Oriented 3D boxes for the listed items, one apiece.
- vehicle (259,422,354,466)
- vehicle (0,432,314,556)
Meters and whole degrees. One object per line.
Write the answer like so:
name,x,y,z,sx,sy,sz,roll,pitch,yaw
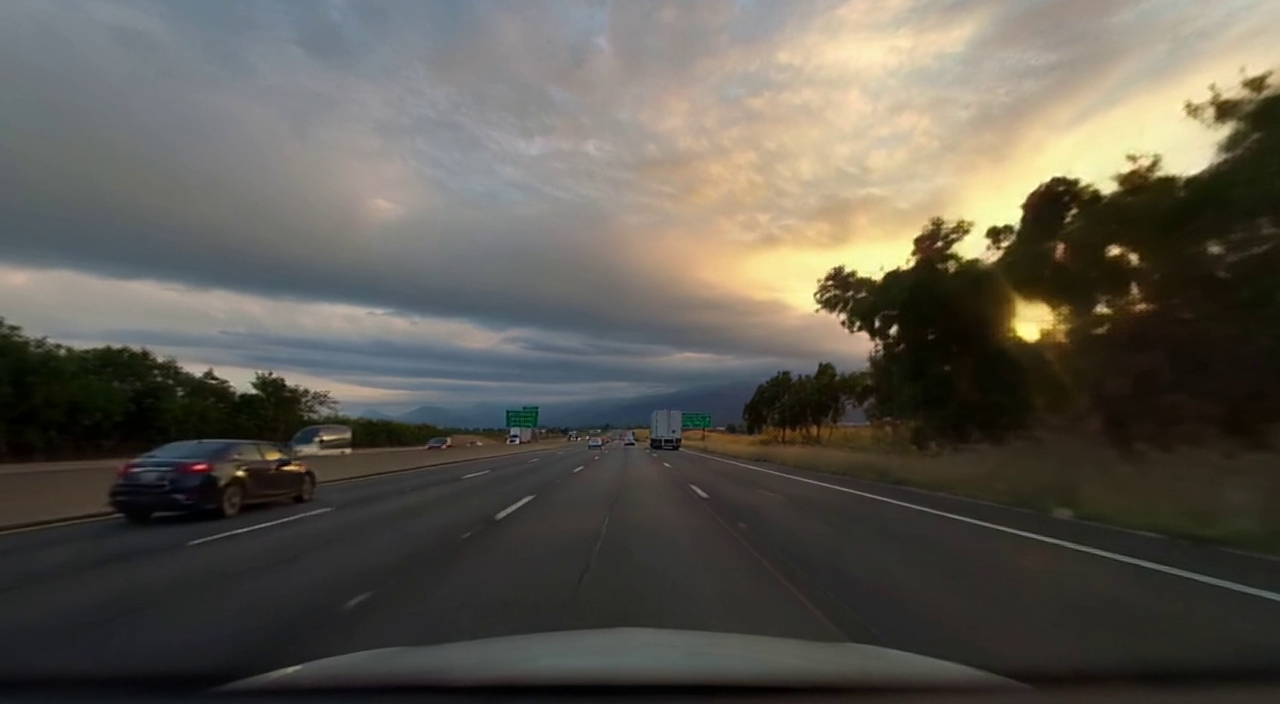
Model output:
vehicle,-23.752,6.579,45.416,2.828,2.928,7.178,0,-8,1
vehicle,-7.155,1.987,9.732,2.018,1.454,4.290,0,-8,-1
